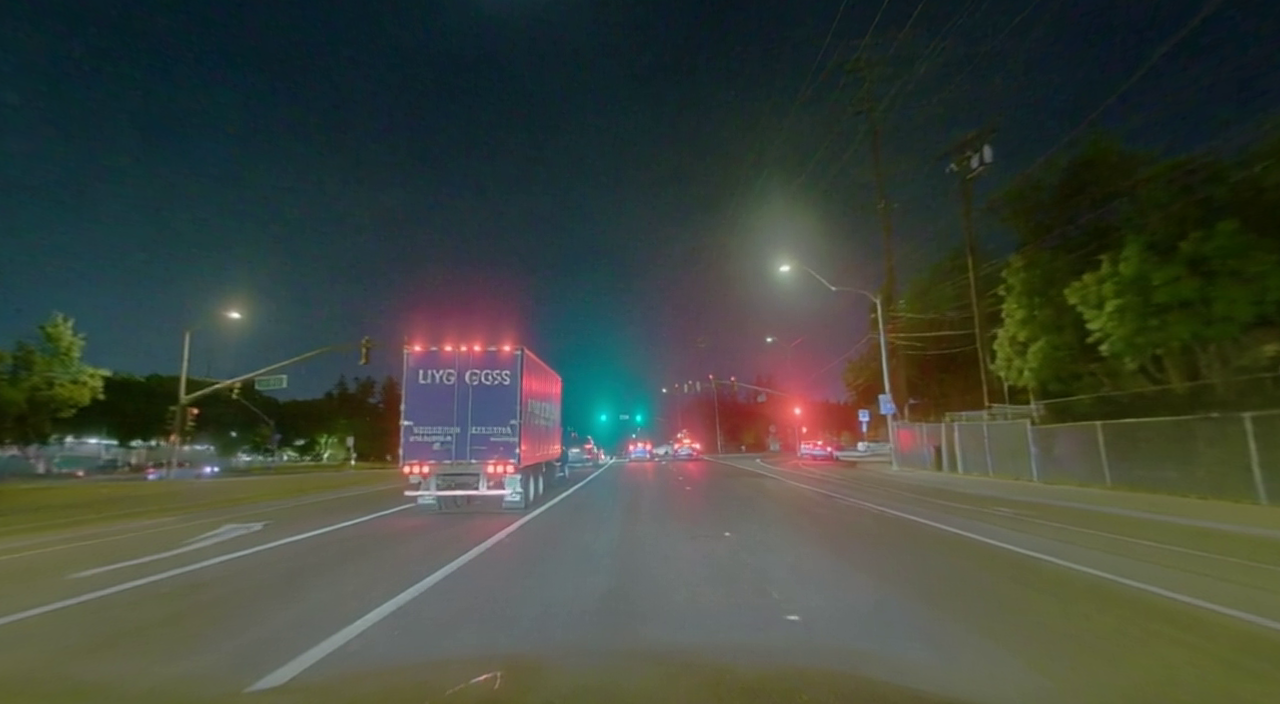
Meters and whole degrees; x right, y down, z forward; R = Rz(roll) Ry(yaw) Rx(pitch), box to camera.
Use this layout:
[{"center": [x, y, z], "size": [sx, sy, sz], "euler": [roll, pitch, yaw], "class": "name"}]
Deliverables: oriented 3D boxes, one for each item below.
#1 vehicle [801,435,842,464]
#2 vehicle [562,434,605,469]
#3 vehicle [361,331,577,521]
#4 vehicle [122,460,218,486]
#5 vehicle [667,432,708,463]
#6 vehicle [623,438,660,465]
[{"center": [11.389, 6.076, 39.485], "size": [2.102, 1.662, 4.533], "euler": [-3, -9, 19], "class": "vehicle"}, {"center": [-3.116, 5.613, 35.835], "size": [1.994, 1.806, 4.564], "euler": [0, -8, 1], "class": "vehicle"}, {"center": [-3.410, 1.883, 15.325], "size": [2.889, 3.347, 8.285], "euler": [0, -8, 0], "class": "vehicle"}, {"center": [-32.057, 8.231, 43.216], "size": [4.718, 1.630, 2.087], "euler": [2, -9, -13], "class": "vehicle"}, {"center": [2.966, 6.081, 40.259], "size": [2.086, 1.849, 4.607], "euler": [0, -8, -2], "class": "vehicle"}, {"center": [0.054, 6.102, 38.858], "size": [2.117, 1.499, 4.036], "euler": [0, -8, -1], "class": "vehicle"}]
